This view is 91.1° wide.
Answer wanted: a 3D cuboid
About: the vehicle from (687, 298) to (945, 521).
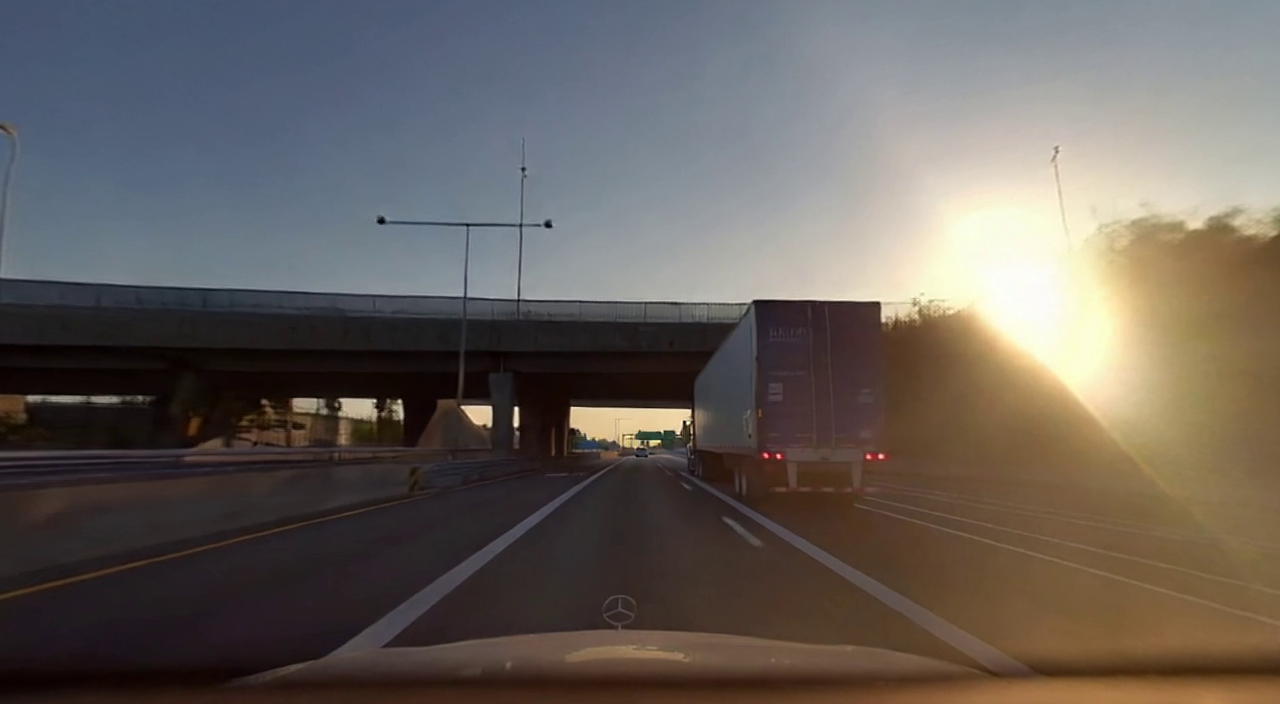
[{"bbox_3d":[3.670,2.087,18.555,3.244,4.020,14.561,0,-9,-1],"label":"vehicle"}]
